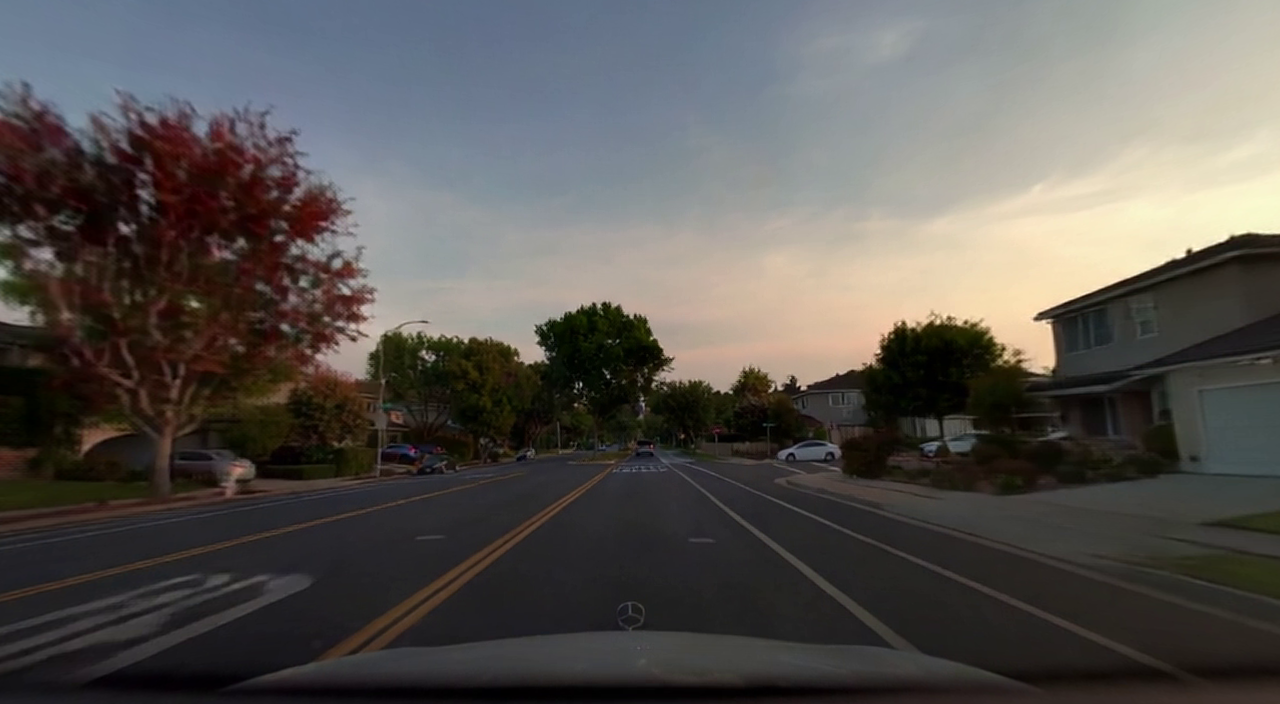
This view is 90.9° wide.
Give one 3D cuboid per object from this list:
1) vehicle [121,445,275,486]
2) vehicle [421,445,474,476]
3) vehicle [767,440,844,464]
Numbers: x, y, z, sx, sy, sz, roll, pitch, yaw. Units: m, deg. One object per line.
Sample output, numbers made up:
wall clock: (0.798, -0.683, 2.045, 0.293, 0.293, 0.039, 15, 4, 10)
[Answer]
vehicle: (-18.189, 4.686, 26.157, 4.717, 1.605, 2.074, 1, -8, -3)
vehicle: (-12.415, 6.993, 40.890, 1.965, 1.653, 4.488, -3, -6, 1)
vehicle: (11.025, 6.693, 42.363, 4.818, 1.525, 2.163, -1, -9, 9)
